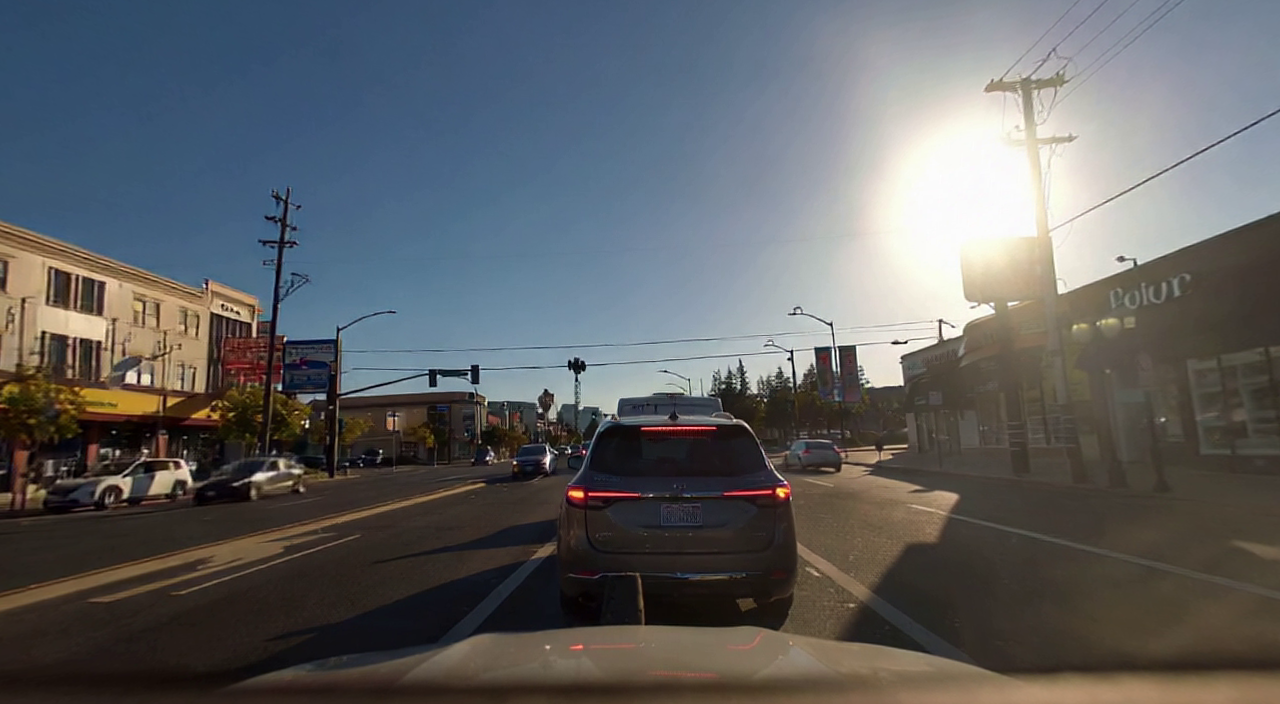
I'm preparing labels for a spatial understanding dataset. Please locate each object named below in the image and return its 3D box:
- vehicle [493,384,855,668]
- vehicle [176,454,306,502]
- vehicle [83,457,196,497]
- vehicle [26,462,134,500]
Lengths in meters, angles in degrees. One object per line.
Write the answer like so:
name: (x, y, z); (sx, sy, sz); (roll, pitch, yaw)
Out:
vehicle: (0.200, 1.310, 5.735); (2.125, 1.669, 3.880); (0, -8, 0)
vehicle: (-14.017, 4.423, 22.458); (1.991, 1.486, 3.844); (0, -8, 2)
vehicle: (-25.843, 6.416, 32.845); (2.026, 1.808, 4.835); (0, -8, -2)
vehicle: (-28.661, 6.610, 32.444); (2.018, 1.716, 4.042); (-1, -10, -5)
